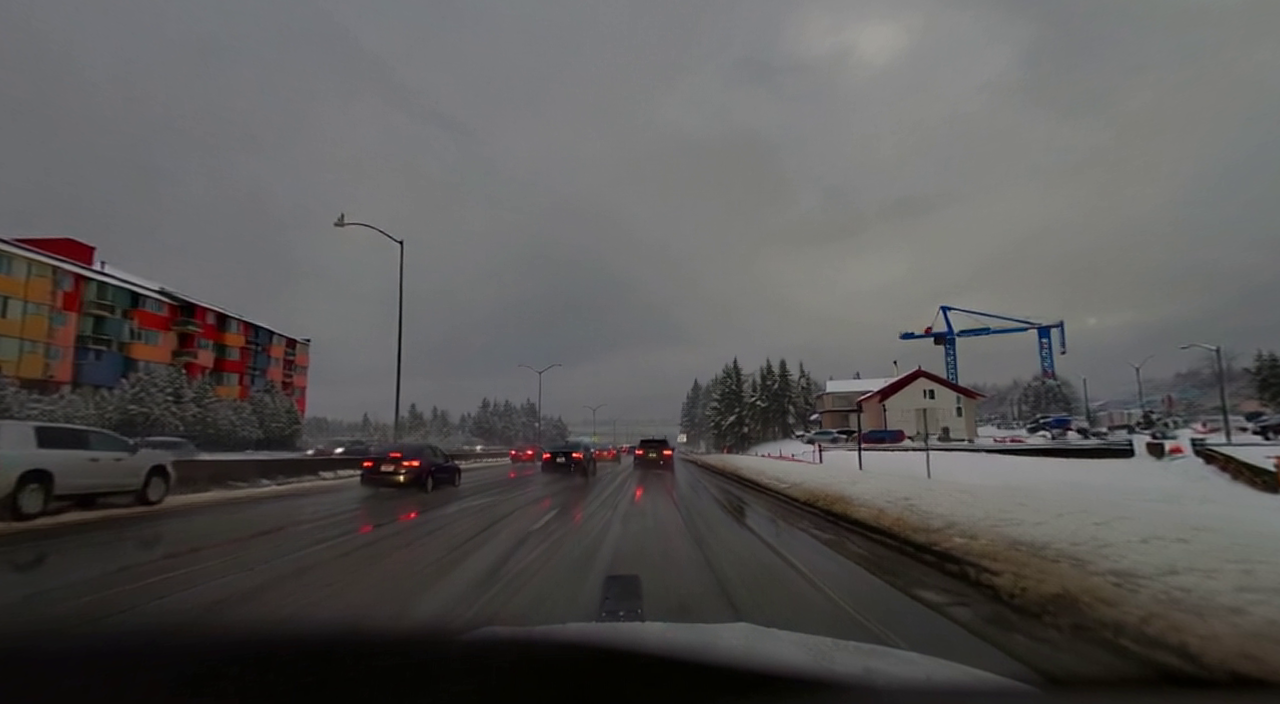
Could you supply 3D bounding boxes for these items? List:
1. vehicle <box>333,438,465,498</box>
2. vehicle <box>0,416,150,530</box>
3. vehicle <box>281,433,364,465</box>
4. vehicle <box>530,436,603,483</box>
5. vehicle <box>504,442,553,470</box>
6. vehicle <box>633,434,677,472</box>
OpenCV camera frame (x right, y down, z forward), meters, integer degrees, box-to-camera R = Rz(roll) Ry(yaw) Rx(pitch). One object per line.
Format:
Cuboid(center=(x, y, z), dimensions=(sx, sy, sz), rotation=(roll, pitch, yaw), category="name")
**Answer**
Cuboid(center=(-6.821, 3.314, 18.428), dimensions=(1.959, 1.486, 4.460), rotation=(0, -8, 2), category="vehicle")
Cuboid(center=(-10.310, 1.832, 9.715), dimensions=(1.934, 1.649, 4.338), rotation=(0, -8, 0), category="vehicle")
Cuboid(center=(-18.727, 5.759, 37.492), dimensions=(1.983, 1.701, 5.236), rotation=(0, -8, 3), category="vehicle")
Cuboid(center=(-2.754, 4.154, 24.644), dimensions=(2.109, 1.657, 4.554), rotation=(0, -8, 3), category="vehicle")
Cuboid(center=(-6.371, 5.978, 36.404), dimensions=(1.931, 1.505, 4.386), rotation=(0, -8, 1), category="vehicle")
Cuboid(center=(0.756, 5.171, 32.393), dimensions=(2.116, 1.763, 4.352), rotation=(0, -8, 1), category="vehicle")
